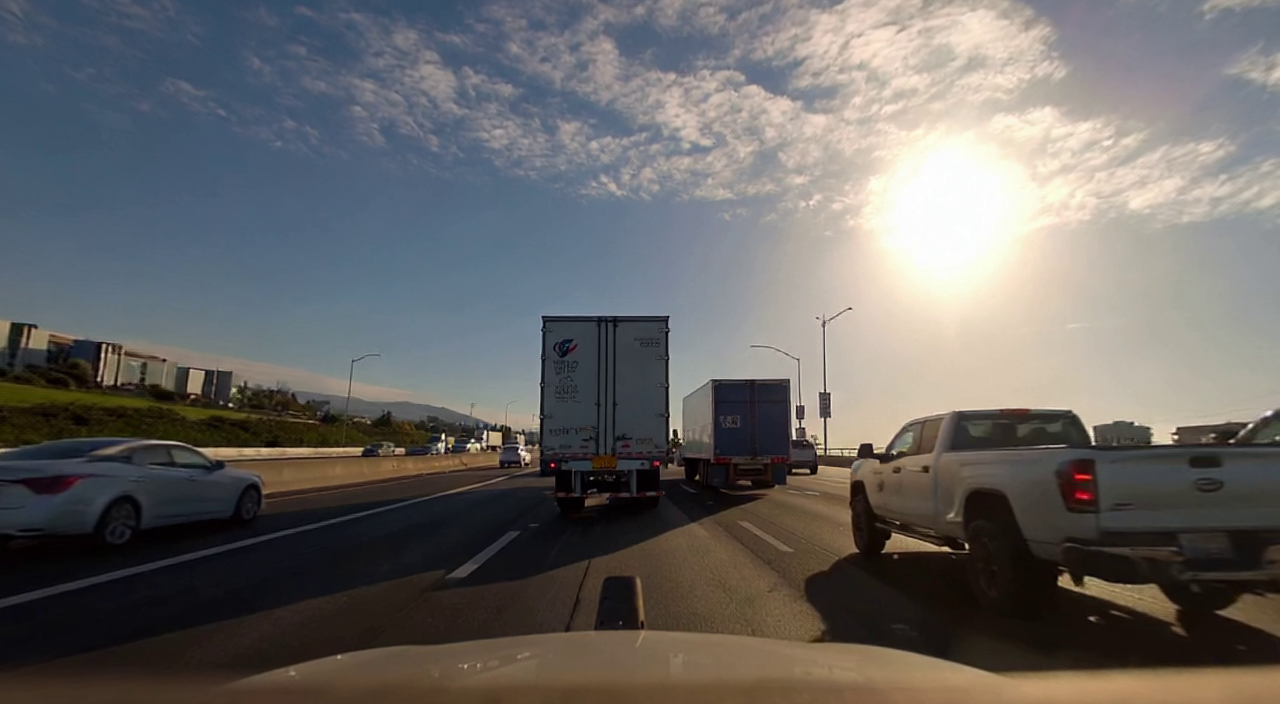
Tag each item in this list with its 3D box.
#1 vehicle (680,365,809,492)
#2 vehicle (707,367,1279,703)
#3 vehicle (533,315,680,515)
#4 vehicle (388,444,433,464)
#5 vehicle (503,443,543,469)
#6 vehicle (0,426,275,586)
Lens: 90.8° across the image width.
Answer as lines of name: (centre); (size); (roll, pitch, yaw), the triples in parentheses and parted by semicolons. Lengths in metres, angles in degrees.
vehicle: (3.158, 2.734, 21.776); (2.669, 3.491, 8.645); (0, -9, -2)
vehicle: (3.424, 2.136, 10.267); (2.869, 1.940, 14.755); (0, -9, -1)
vehicle: (-0.715, 2.037, 18.169); (2.906, 4.040, 10.743); (0, -9, 0)
vehicle: (-17.395, 7.748, 48.111); (1.918, 1.450, 4.441); (0, -9, -3)
vehicle: (-8.289, 7.442, 45.247); (2.088, 1.726, 4.545); (0, -9, -2)
vehicle: (-6.958, 1.739, 7.855); (1.973, 1.471, 4.779); (0, -9, 0)
